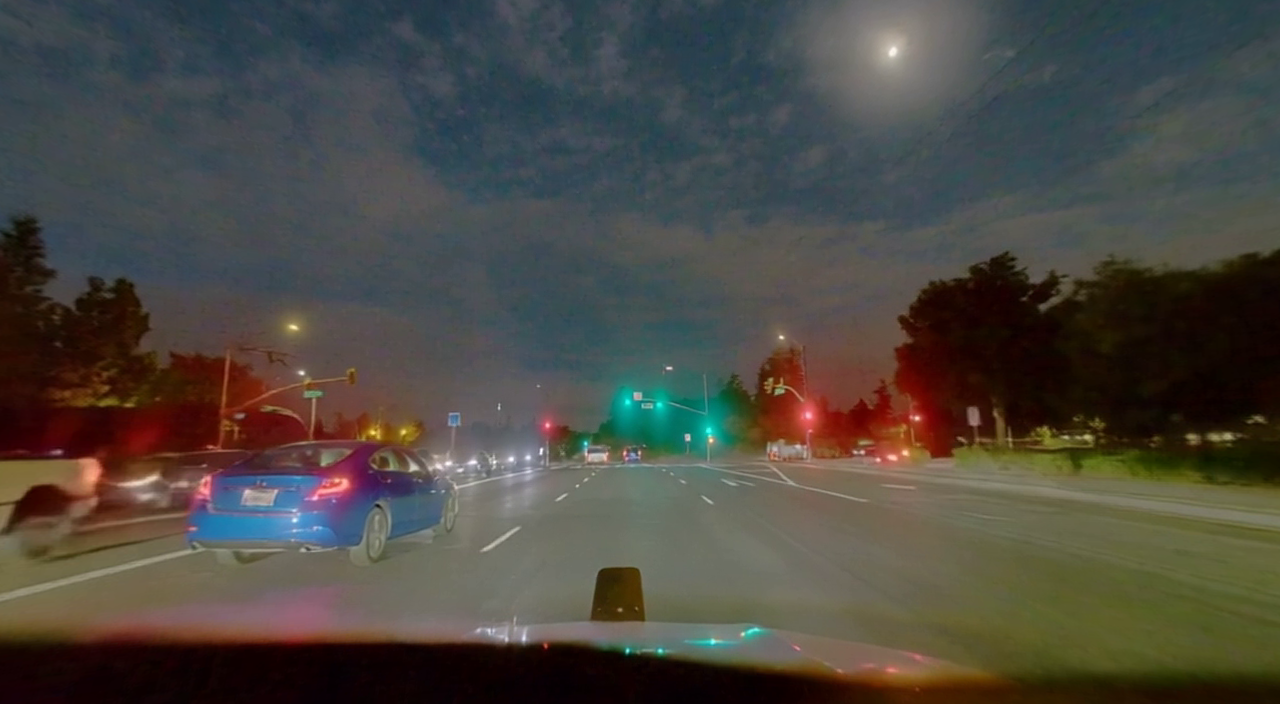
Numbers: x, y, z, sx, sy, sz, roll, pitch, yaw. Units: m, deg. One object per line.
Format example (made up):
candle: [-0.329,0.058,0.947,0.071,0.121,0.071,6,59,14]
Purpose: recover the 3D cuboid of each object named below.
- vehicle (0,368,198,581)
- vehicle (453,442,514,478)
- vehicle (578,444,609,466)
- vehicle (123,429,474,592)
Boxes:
vehicle: [-7.319,1.117,5.680,2.274,2.040,6.031,0,-9,0]
vehicle: [-7.737,5.371,31.614,1.964,1.627,4.147,0,-9,0]
vehicle: [-3.577,8.056,49.492,2.103,1.592,4.160,0,-9,0]
vehicle: [-3.612,1.739,7.845,1.905,1.418,4.396,0,-9,0]
